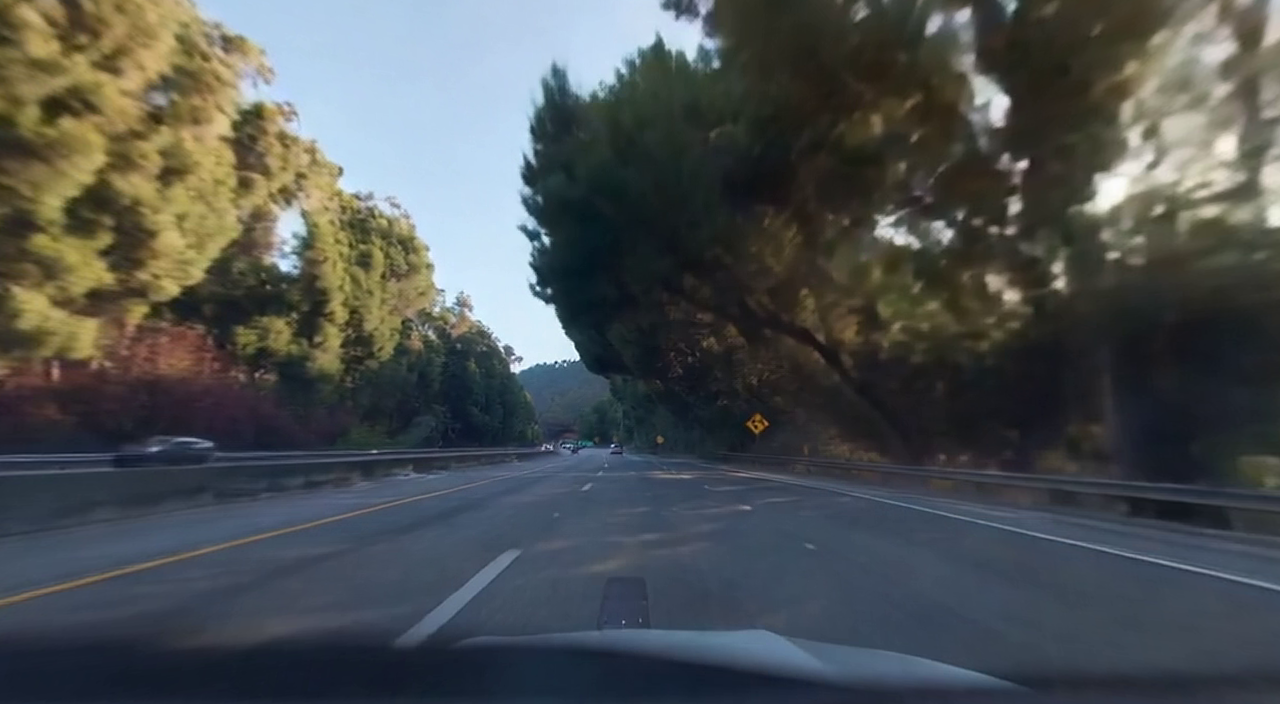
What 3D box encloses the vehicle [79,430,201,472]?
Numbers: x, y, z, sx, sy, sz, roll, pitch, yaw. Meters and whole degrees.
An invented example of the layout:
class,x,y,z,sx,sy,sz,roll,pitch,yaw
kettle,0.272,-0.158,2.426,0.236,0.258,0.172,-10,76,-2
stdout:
class,x,y,z,sx,sy,sz,roll,pitch,yaw
vehicle,-22.517,4.507,28.638,2.045,1.726,4.284,0,-9,-2
